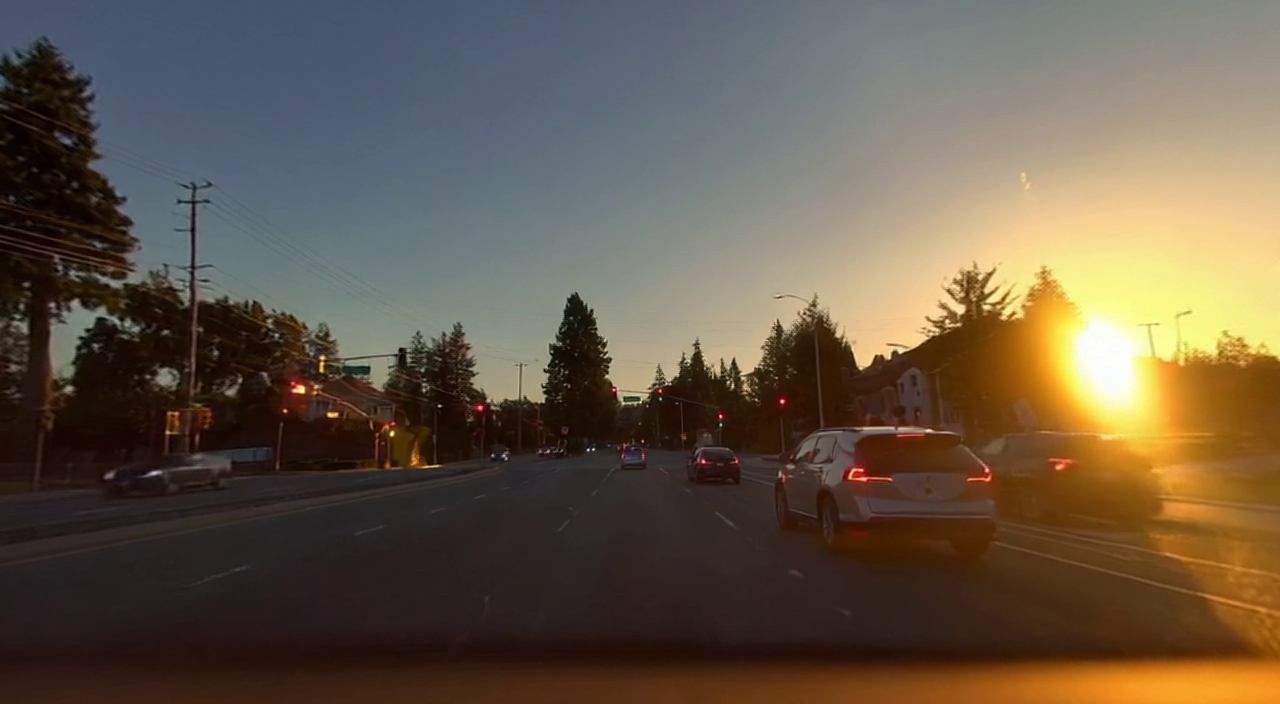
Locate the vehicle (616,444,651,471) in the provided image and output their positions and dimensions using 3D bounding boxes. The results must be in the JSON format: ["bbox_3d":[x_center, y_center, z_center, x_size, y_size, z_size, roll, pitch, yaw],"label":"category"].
[{"bbox_3d":[-0.467,6.844,41.070,2.146,1.685,4.003,0,-9,-1],"label":"vehicle"}]

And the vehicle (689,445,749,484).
[{"bbox_3d":[3.141,4.554,25.738,1.889,1.451,4.180,0,-9,0],"label":"vehicle"}]

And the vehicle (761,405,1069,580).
[{"bbox_3d":[3.243,1.771,8.763,2.129,1.761,4.610,0,-9,-1],"label":"vehicle"}]

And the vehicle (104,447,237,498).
[{"bbox_3d":[-18.844,4.817,25.587,2.071,1.746,4.444,-3,-9,-1],"label":"vehicle"}]

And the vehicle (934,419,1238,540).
[{"bbox_3d":[7.635,2.223,11.591,2.172,1.745,4.608,0,-9,0],"label":"vehicle"}]
